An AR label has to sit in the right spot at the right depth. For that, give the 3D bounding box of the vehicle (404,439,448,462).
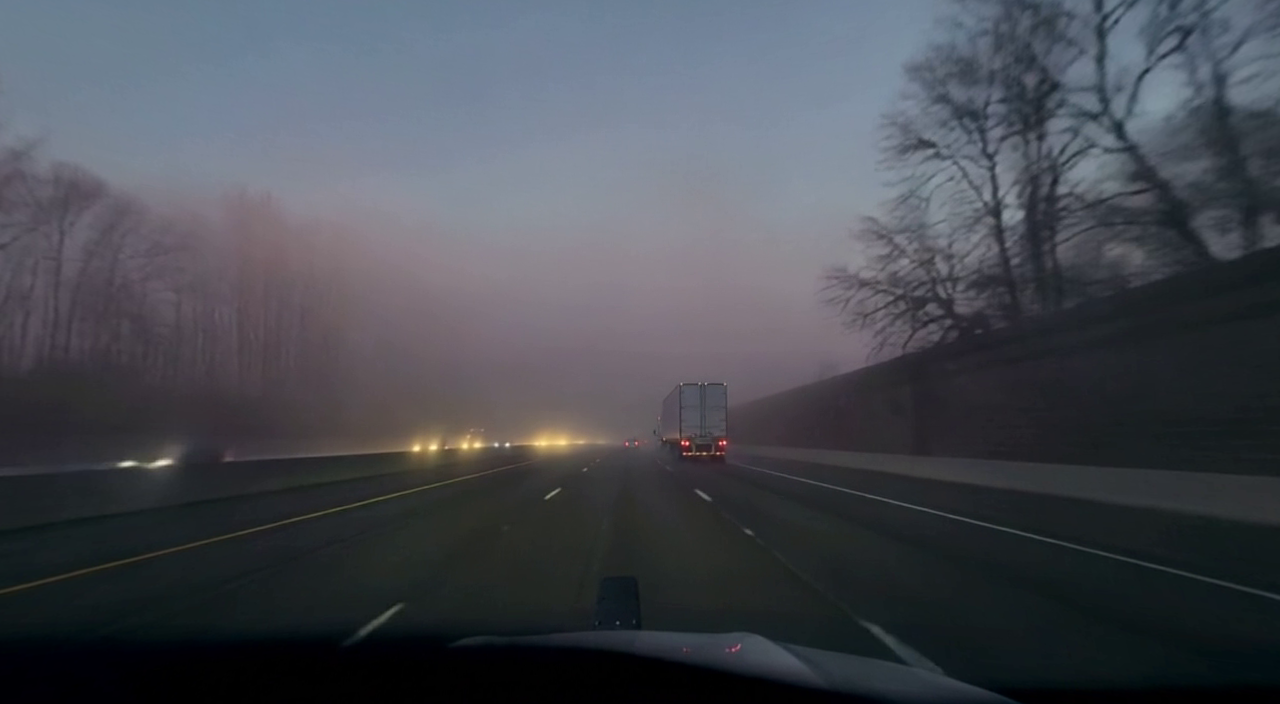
[{"bbox_3d":[-16.076,7.397,47.421,1.938,1.579,4.138,0,-8,-1],"label":"vehicle"}]

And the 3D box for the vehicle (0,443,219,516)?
[{"bbox_3d":[-12.475,2.961,15.203,1.803,1.450,4.054,0,-8,-1],"label":"vehicle"}]

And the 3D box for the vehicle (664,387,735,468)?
[{"bbox_3d":[3.340,4.866,40.080,2.979,4.161,15.508,1,-7,0],"label":"vehicle"}]
